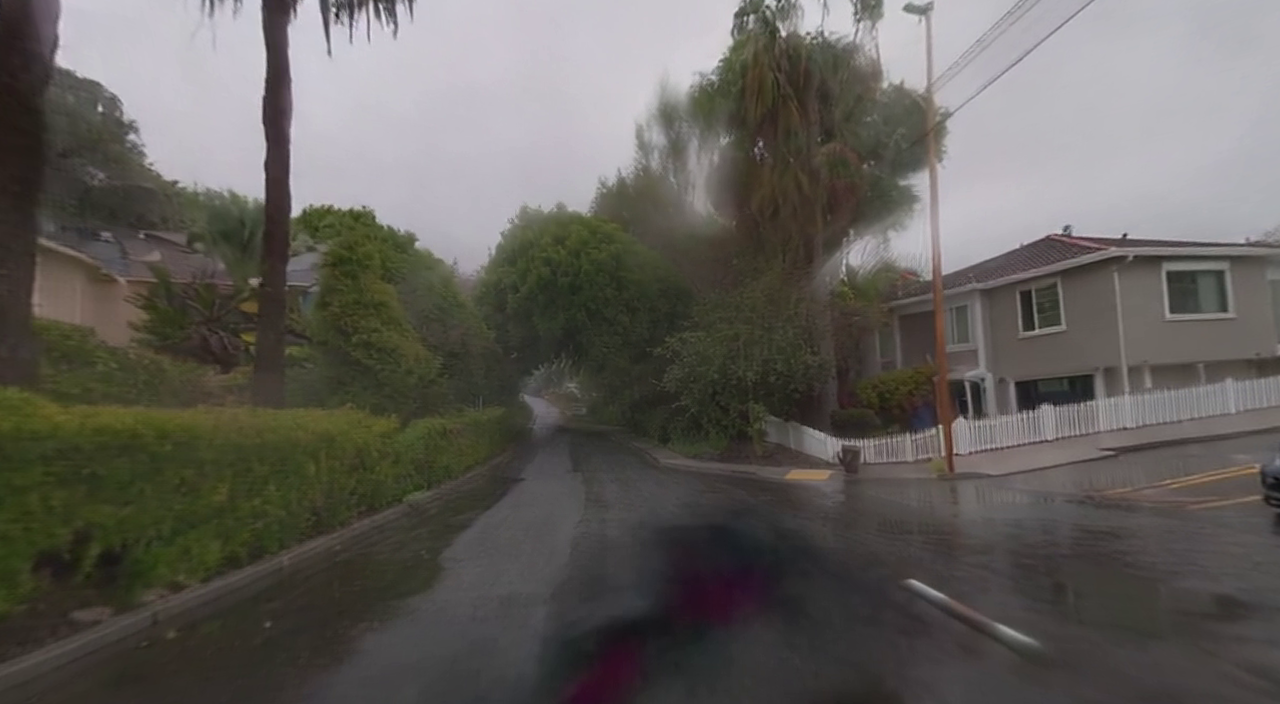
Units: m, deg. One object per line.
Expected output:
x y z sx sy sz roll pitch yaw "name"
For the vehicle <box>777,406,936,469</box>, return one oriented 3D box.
8.129 3.250 23.543 5.663 1.913 2.170 7 -10 -24 "vehicle"
